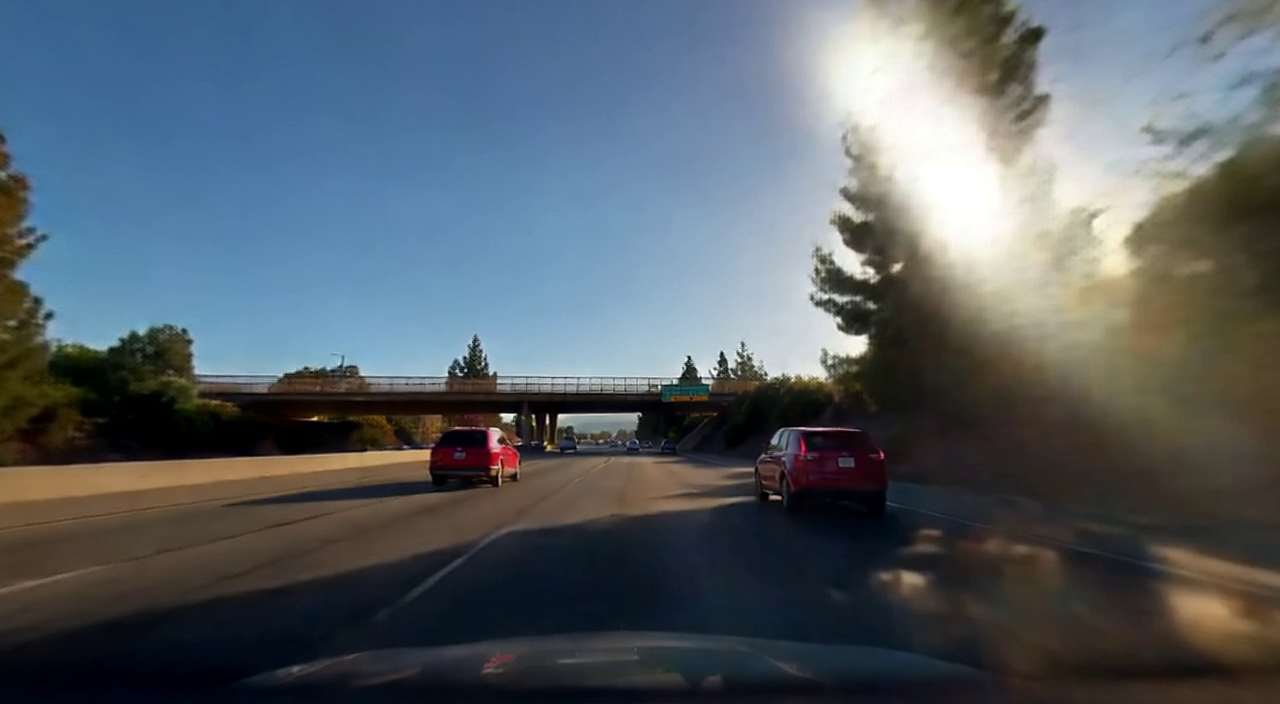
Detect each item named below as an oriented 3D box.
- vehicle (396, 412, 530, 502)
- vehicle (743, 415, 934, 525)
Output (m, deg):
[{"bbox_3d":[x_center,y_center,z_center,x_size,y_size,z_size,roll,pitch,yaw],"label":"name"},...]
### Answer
[{"bbox_3d":[-4.176,2.573,15.809,2.018,1.872,4.728,0,-8,-1],"label":"vehicle"},{"bbox_3d":[3.555,2.222,12.426,2.185,1.749,4.477,0,-8,-2],"label":"vehicle"}]
